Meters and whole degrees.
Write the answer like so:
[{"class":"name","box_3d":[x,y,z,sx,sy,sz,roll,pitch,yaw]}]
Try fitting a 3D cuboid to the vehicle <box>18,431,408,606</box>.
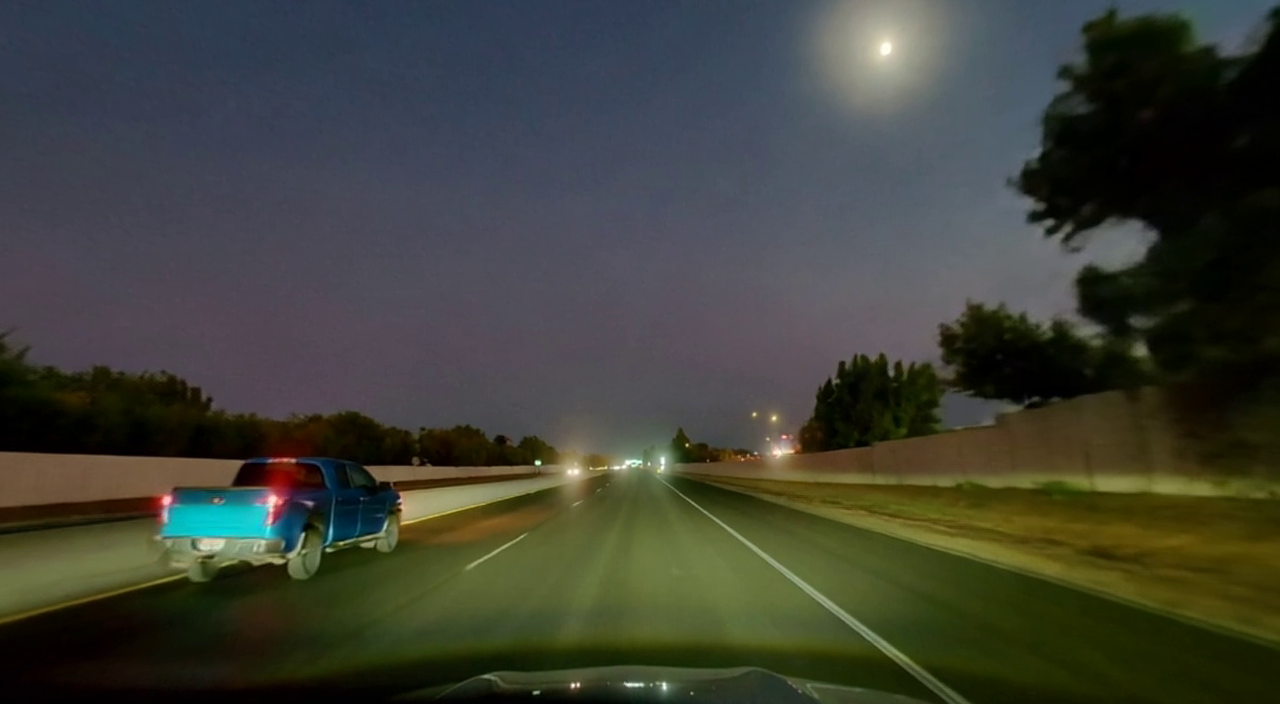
[{"class":"vehicle","box_3d":[-4.583,1.866,7.727,1.914,1.534,4.015,1,-10,0]}]
